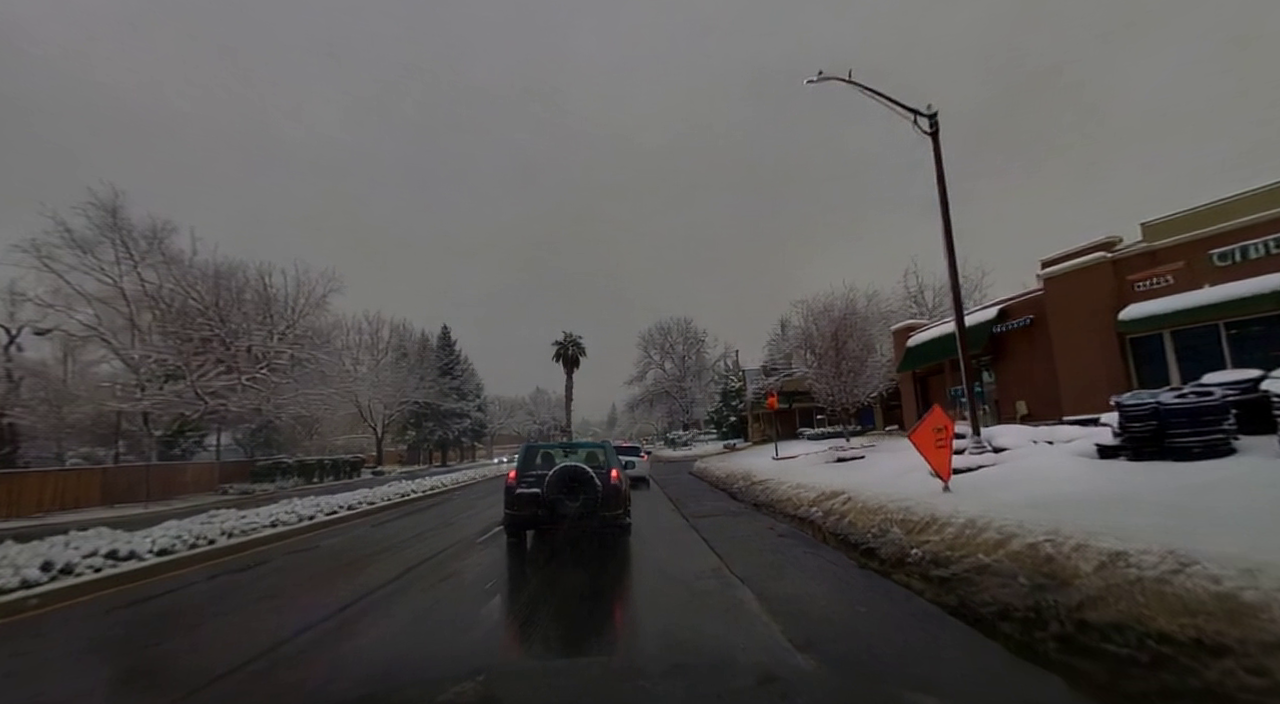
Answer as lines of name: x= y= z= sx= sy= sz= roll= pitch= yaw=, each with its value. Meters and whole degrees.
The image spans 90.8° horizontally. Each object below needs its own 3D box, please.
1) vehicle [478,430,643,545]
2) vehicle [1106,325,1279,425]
vehicle: x=-1.103 y=2.096 z=10.439 sx=2.169 sy=1.495 sz=4.048 roll=0 pitch=-8 yaw=-2
vehicle: x=13.323 y=0.670 z=14.290 sx=1.854 sy=1.693 sz=4.798 roll=-1 pitch=-10 yaw=0
